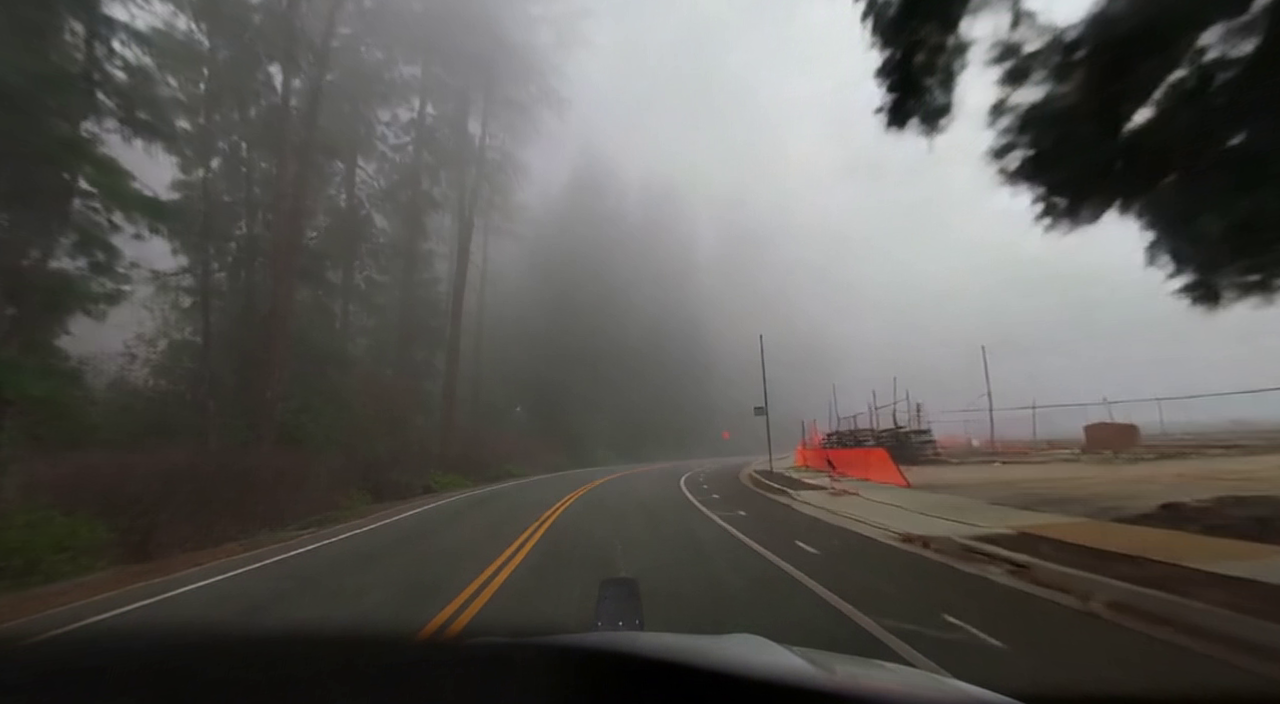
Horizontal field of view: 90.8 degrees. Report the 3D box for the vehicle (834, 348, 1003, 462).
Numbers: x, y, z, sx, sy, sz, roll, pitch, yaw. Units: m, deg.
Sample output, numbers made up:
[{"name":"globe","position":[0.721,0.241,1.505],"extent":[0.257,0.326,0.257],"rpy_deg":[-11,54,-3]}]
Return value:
[{"name":"vehicle","position":[10.667,2.485,25.879],"extent":[2.984,3.691,10.409],"rpy_deg":[-2,-9,5]}]
